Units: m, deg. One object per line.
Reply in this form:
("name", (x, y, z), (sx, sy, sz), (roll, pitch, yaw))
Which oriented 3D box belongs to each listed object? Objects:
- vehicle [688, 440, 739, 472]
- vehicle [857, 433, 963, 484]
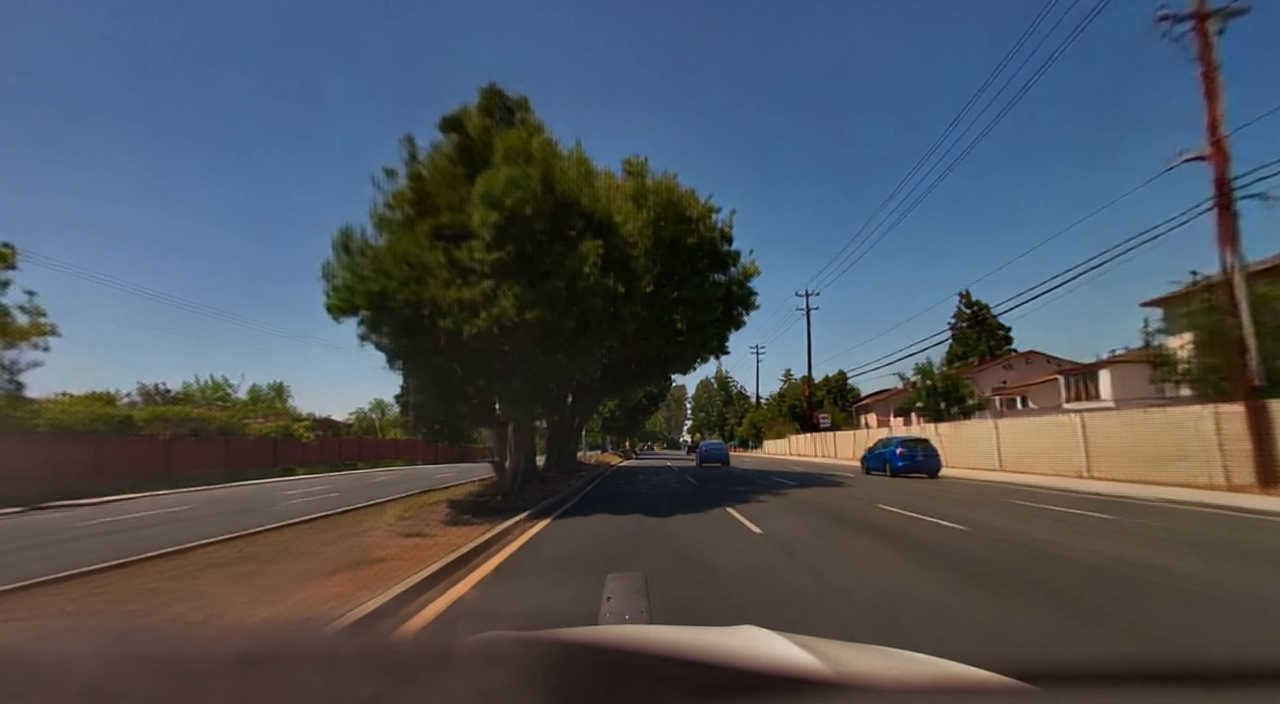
("vehicle", (3.642, 5.270, 32.098), (2.063, 1.481, 4.247), (0, -8, 0))
("vehicle", (9.991, 3.957, 23.734), (1.978, 1.700, 4.461), (0, -9, 0))
